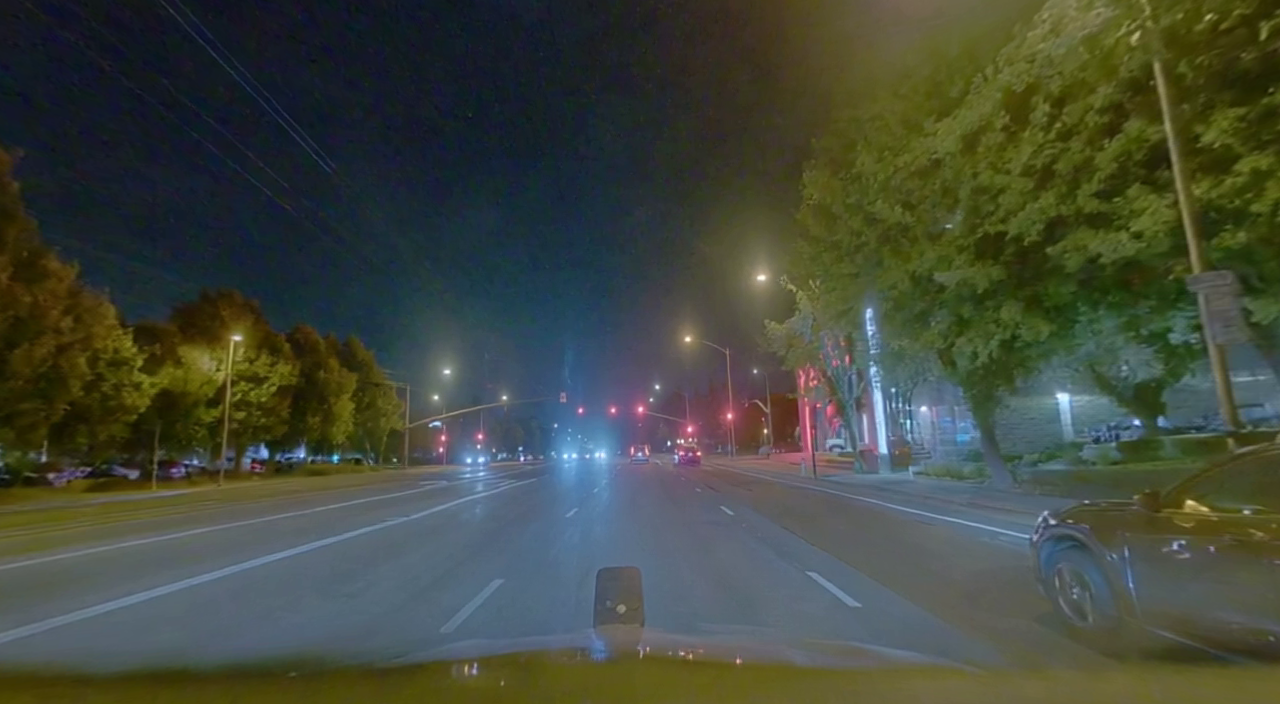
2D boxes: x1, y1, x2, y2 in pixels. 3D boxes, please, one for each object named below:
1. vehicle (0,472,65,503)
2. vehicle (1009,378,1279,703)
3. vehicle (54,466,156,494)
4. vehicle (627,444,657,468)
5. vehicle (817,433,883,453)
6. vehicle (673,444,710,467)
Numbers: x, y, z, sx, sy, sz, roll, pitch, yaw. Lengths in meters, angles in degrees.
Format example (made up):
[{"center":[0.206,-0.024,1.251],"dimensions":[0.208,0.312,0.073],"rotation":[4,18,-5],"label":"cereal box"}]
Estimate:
[{"center":[-33.743,7.224,33.666],"dimensions":[4.234,1.462,1.921],"rotation":[5,-10,-34],"label":"vehicle"},{"center":[3.794,0.857,2.472],"dimensions":[1.889,1.572,4.605],"rotation":[0,-9,0],"label":"vehicle"},{"center":[-33.826,8.109,40.138],"dimensions":[4.560,1.530,1.950],"rotation":[5,-10,-31],"label":"vehicle"},{"center":[0.134,7.778,47.597],"dimensions":[2.146,1.685,4.003],"rotation":[0,-9,-1],"label":"vehicle"},{"center":[15.924,6.938,48.123],"dimensions":[4.344,1.512,1.936],"rotation":[-1,-9,4],"label":"vehicle"},{"center":[3.808,7.691,47.122],"dimensions":[2.198,1.660,4.512],"rotation":[0,-9,-2],"label":"vehicle"}]
